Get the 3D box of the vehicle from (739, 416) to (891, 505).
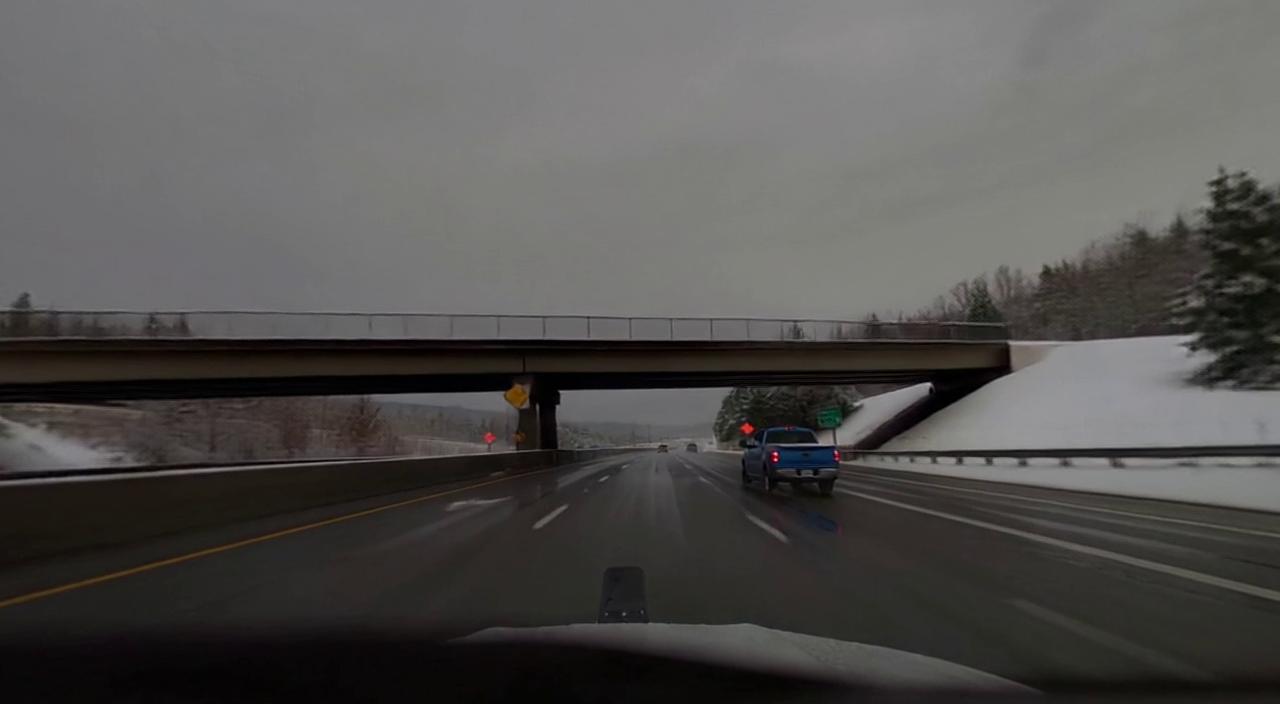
[{"bbox_3d":[4.468,2.915,17.351,2.505,2.020,5.532,0,-8,-1],"label":"vehicle"}]
